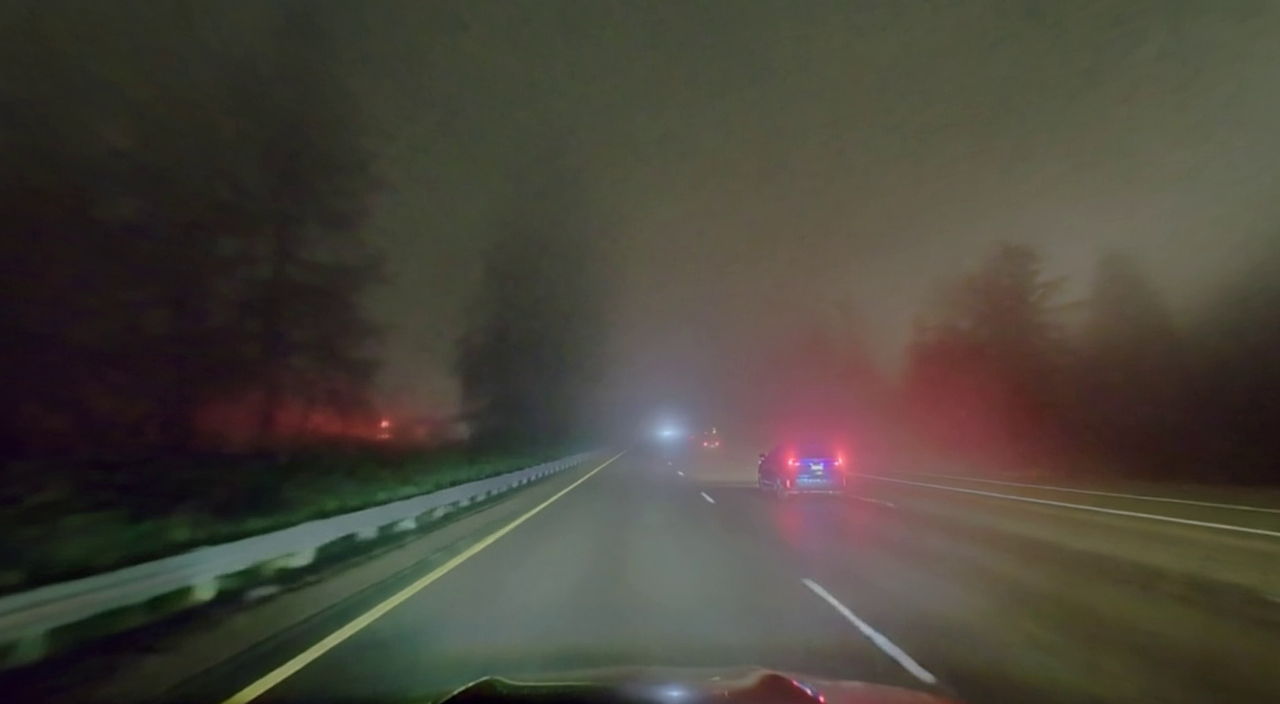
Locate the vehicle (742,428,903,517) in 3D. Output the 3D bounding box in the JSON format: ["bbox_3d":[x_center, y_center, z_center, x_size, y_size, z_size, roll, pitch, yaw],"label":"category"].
[{"bbox_3d":[3.578,2.450,13.356,2.050,1.546,4.344,0,-8,-1],"label":"vehicle"}]
